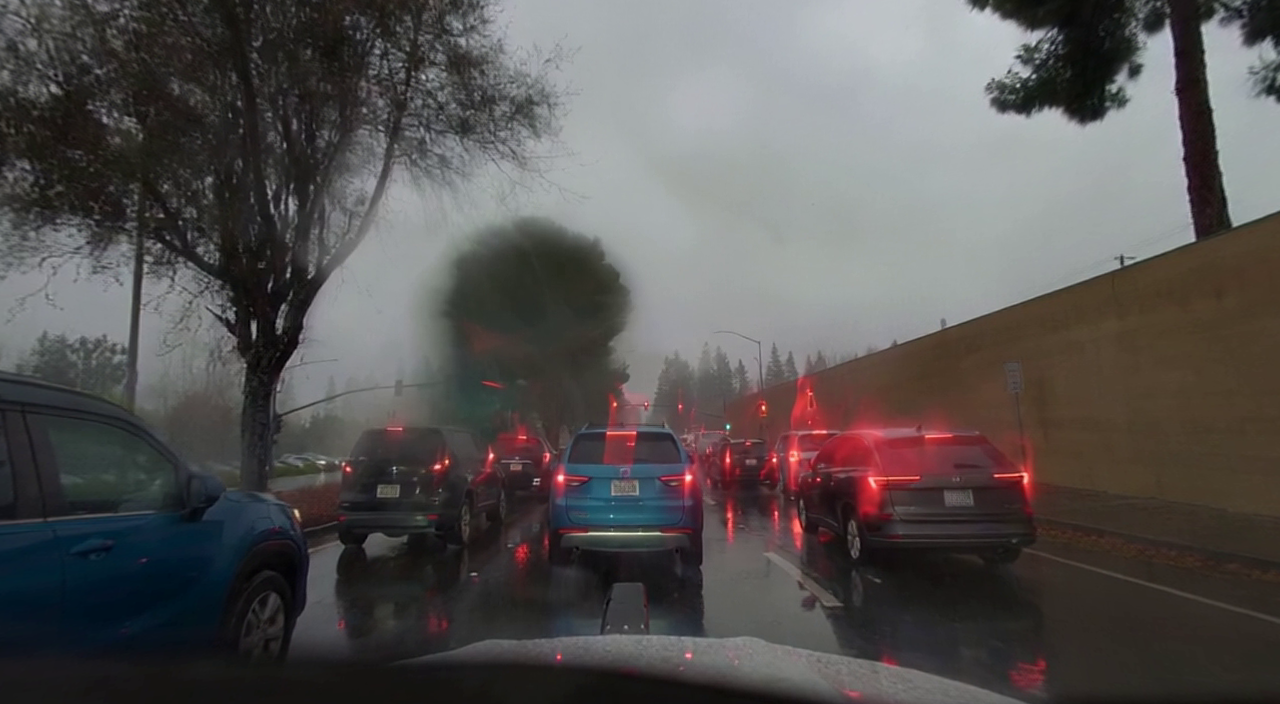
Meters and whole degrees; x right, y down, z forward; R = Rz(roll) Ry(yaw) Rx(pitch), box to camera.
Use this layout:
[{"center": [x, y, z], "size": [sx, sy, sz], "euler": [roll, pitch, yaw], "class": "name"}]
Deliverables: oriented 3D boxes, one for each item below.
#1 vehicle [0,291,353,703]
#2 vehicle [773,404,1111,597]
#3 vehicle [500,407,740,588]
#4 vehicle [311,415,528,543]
[{"center": [-3.520, 0.828, 3.110], "size": [2.070, 1.913, 4.450], "euler": [0, -8, 0], "class": "vehicle"}, {"center": [3.139, 1.633, 7.799], "size": [2.029, 1.702, 4.281], "euler": [0, -8, 0], "class": "vehicle"}, {"center": [-0.156, 1.656, 7.945], "size": [2.245, 1.677, 3.913], "euler": [0, -8, 1], "class": "vehicle"}, {"center": [-3.492, 2.114, 11.155], "size": [2.067, 1.759, 4.631], "euler": [0, -8, 1], "class": "vehicle"}]
